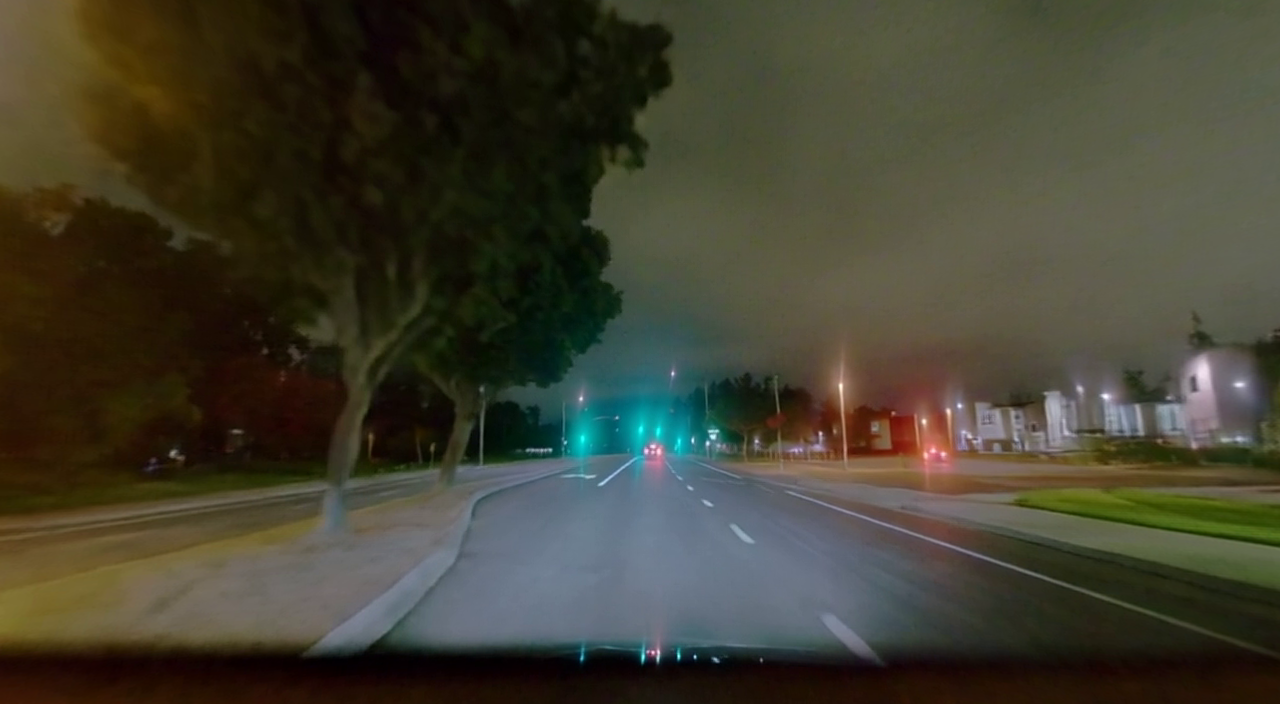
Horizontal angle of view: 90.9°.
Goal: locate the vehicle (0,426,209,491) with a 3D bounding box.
[{"bbox_3d":[-23.152,4.624,27.526,6.364,2.595,2.828,0,-9,-3],"label":"vehicle"}]
